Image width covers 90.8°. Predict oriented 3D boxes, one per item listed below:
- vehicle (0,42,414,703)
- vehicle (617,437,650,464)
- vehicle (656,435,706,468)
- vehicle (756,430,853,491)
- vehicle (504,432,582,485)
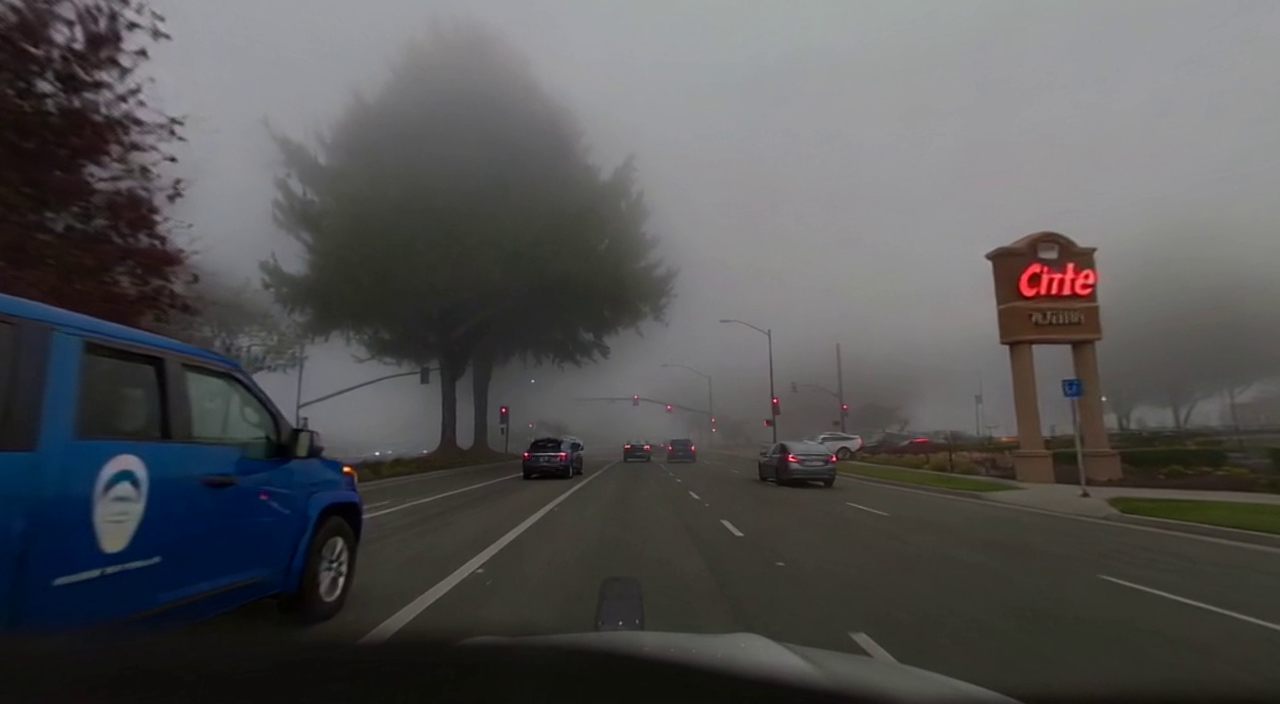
[{"bbox_3d":[-3.555,0.429,3.350,2.443,2.784,5.862,0,-9,1],"label":"vehicle"},{"bbox_3d":[-0.463,6.823,43.709,2.130,1.725,4.223,0,-9,-1],"label":"vehicle"},{"bbox_3d":[2.503,5.880,37.517,2.209,1.806,4.689,-2,-9,13],"label":"vehicle"},{"bbox_3d":[4.831,3.258,19.203,1.869,1.646,4.166,0,-9,1],"label":"vehicle"},{"bbox_3d":[-3.349,3.791,22.712,2.030,1.724,4.365,0,-9,1],"label":"vehicle"}]
